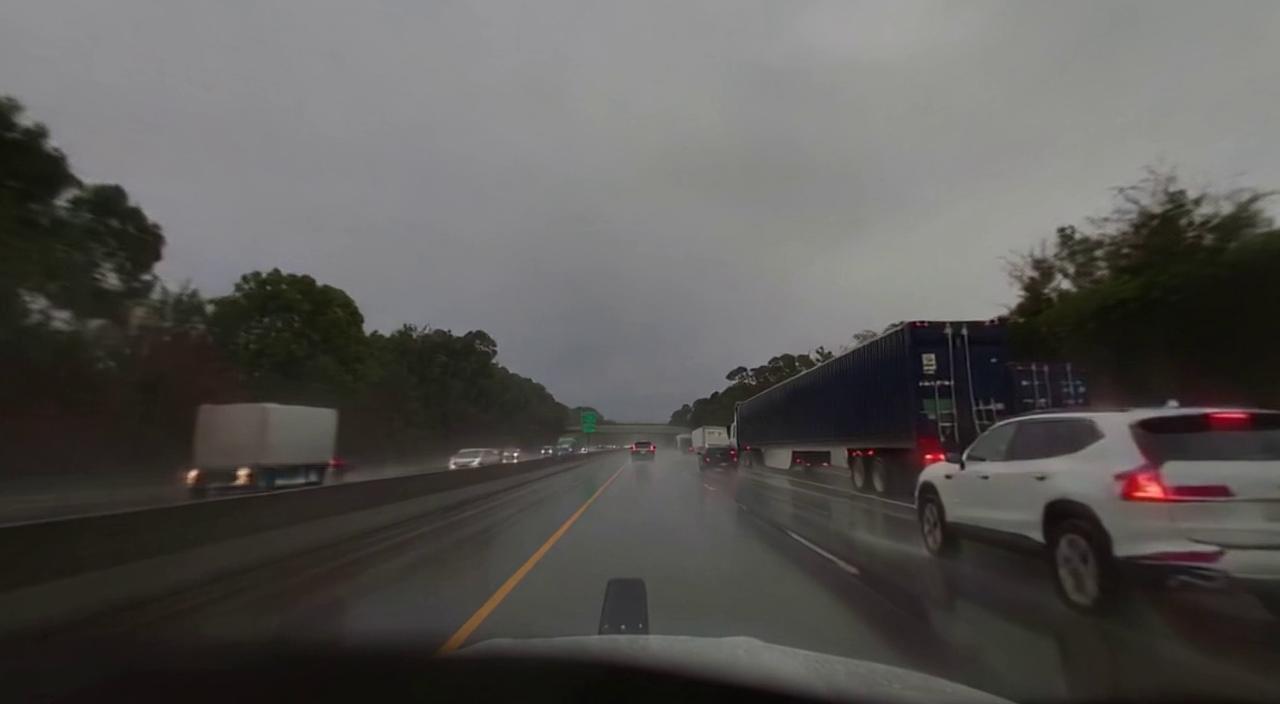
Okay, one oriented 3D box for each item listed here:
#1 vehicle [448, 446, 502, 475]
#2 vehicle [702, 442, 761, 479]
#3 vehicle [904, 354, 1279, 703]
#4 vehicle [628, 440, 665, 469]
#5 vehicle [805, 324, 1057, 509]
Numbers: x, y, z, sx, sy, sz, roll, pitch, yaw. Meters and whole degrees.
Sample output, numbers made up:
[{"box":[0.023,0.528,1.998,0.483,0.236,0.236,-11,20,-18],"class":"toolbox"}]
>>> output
[{"box":[-10.007,6.589,38.426,1.986,1.581,4.469,0,-8,2],"class":"vehicle"},{"box":[3.940,4.758,27.833,1.888,1.501,4.608,0,-8,0],"class":"vehicle"},{"box":[3.823,1.124,4.570,1.972,1.693,4.139,0,-8,0],"class":"vehicle"},{"box":[0.433,6.571,40.589,2.313,1.736,4.215,0,-8,1],"class":"vehicle"},{"box":[7.490,2.023,18.251,2.784,4.002,9.298,0,-8,0],"class":"vehicle"}]
